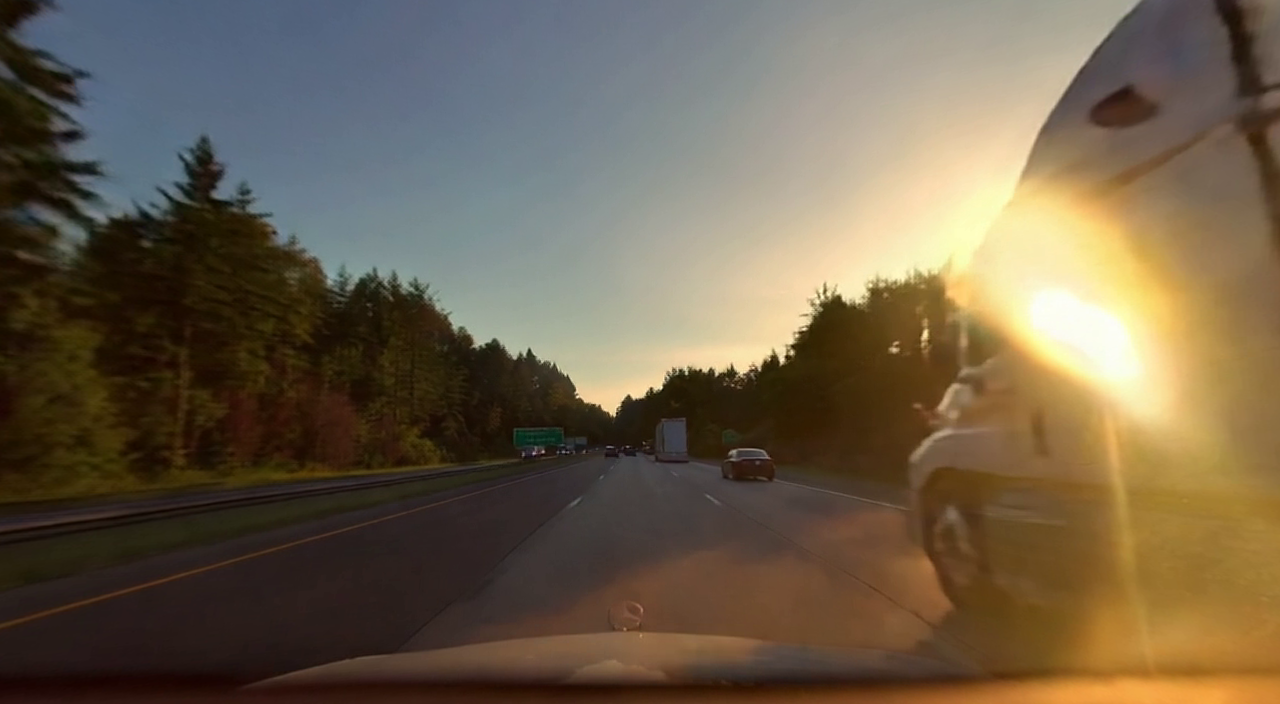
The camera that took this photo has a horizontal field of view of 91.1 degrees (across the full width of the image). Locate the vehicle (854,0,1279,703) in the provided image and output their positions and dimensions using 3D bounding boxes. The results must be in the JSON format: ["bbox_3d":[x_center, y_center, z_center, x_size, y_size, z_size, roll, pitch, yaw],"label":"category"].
[{"bbox_3d":[3.942,-0.108,3.607,3.059,3.910,6.030,0,-9,-1],"label":"vehicle"}]

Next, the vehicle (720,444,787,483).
[{"bbox_3d":[4.564,4.544,25.828,1.910,1.474,3.776,0,-9,-2],"label":"vehicle"}]
